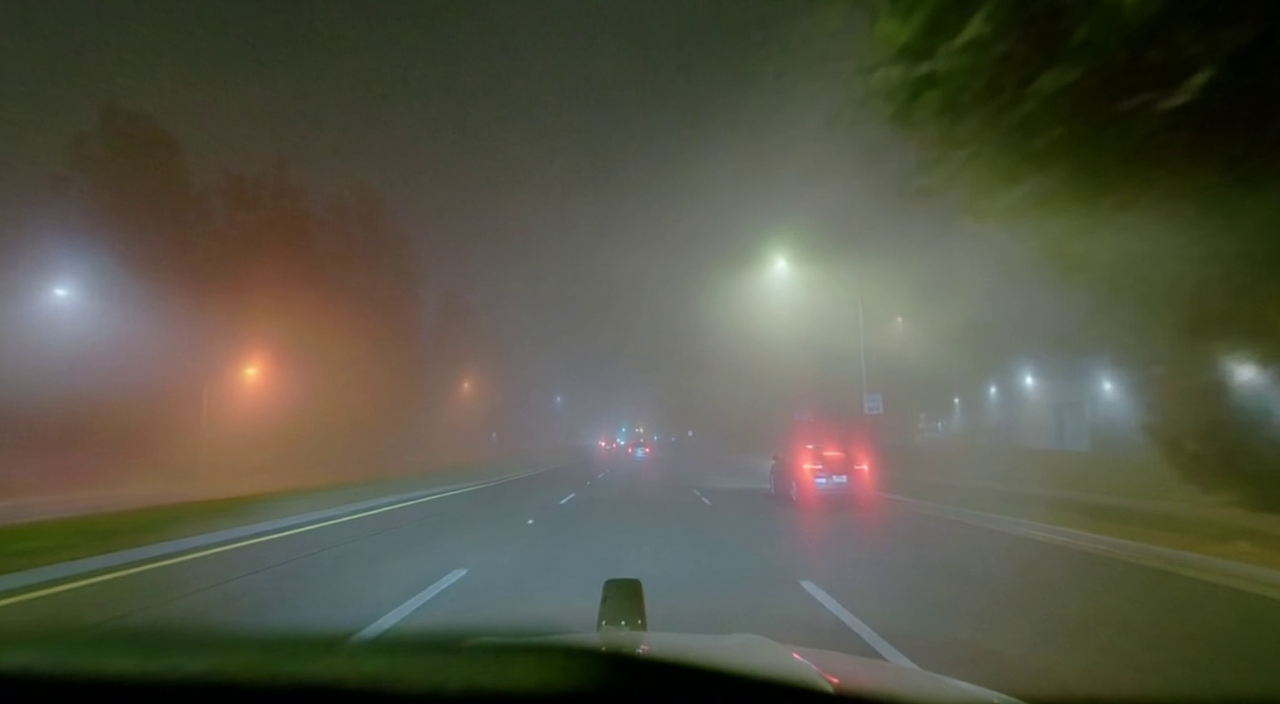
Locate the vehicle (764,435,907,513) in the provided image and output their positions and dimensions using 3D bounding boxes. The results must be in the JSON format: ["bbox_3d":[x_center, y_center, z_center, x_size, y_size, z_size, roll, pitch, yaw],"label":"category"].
[{"bbox_3d":[4.306,2.746,14.639,1.913,1.516,4.322,0,-9,0],"label":"vehicle"}]

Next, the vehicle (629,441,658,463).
[{"bbox_3d":[0.270,7.553,47.603,2.095,1.548,4.264,0,-9,1],"label":"vehicle"}]
